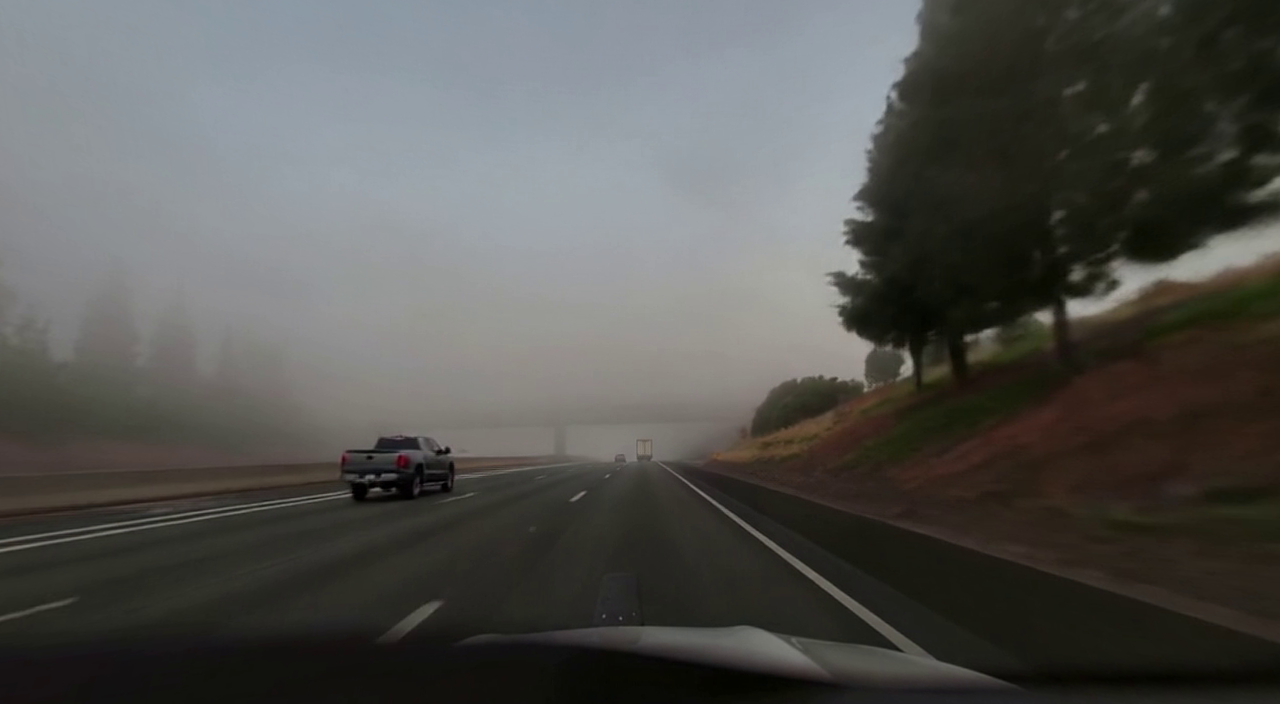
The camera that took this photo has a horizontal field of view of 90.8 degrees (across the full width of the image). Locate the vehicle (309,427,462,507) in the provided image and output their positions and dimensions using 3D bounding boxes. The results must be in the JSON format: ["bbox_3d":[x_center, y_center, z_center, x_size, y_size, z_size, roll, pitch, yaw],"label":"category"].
[{"bbox_3d":[-7.019,3.257,18.211,2.232,1.947,5.180,0,-9,0],"label":"vehicle"}]
